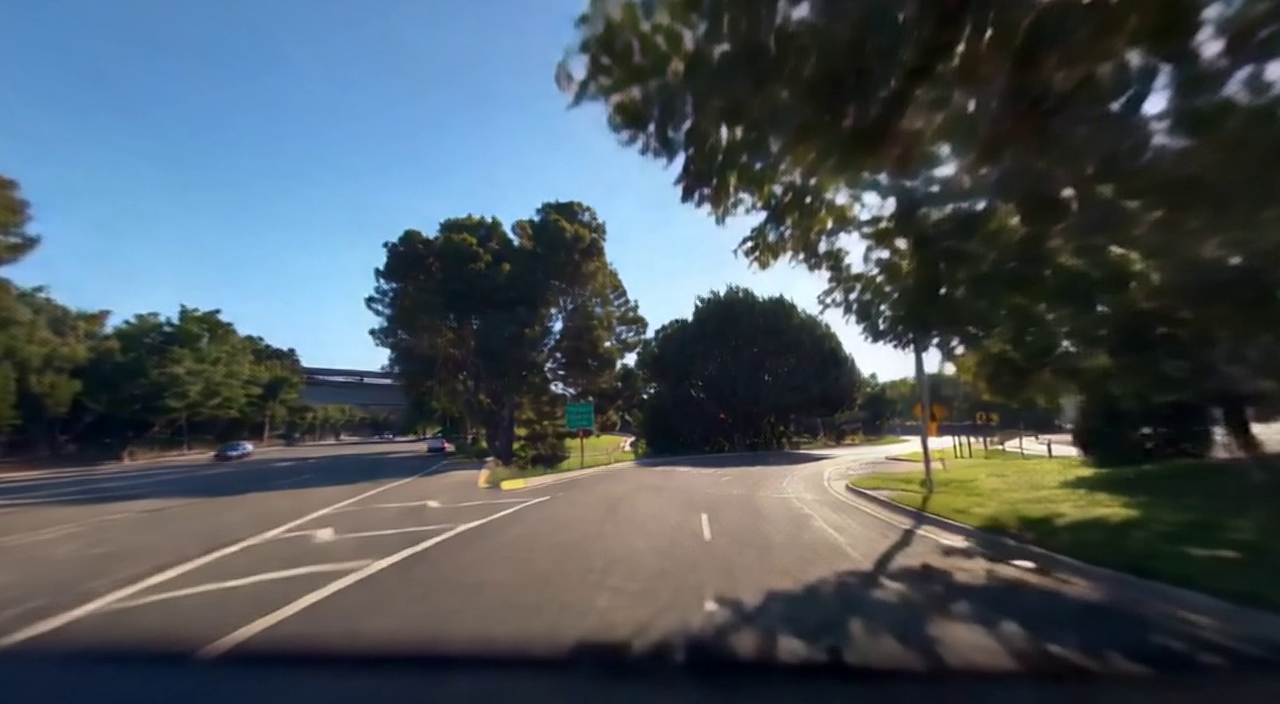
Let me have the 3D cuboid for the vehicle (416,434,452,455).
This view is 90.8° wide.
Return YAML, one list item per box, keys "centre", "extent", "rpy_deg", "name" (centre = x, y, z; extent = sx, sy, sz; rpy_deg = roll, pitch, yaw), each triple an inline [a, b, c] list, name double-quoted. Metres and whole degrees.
- centre: [-15.147, 6.866, 46.651]
  extent: [2.108, 1.472, 4.099]
  rpy_deg: [2, -9, -13]
  name: "vehicle"

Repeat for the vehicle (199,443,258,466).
- centre: [-27.695, 6.890, 42.639]
  extent: [1.847, 1.440, 4.250]
  rpy_deg: [2, -9, -12]
  name: "vehicle"
